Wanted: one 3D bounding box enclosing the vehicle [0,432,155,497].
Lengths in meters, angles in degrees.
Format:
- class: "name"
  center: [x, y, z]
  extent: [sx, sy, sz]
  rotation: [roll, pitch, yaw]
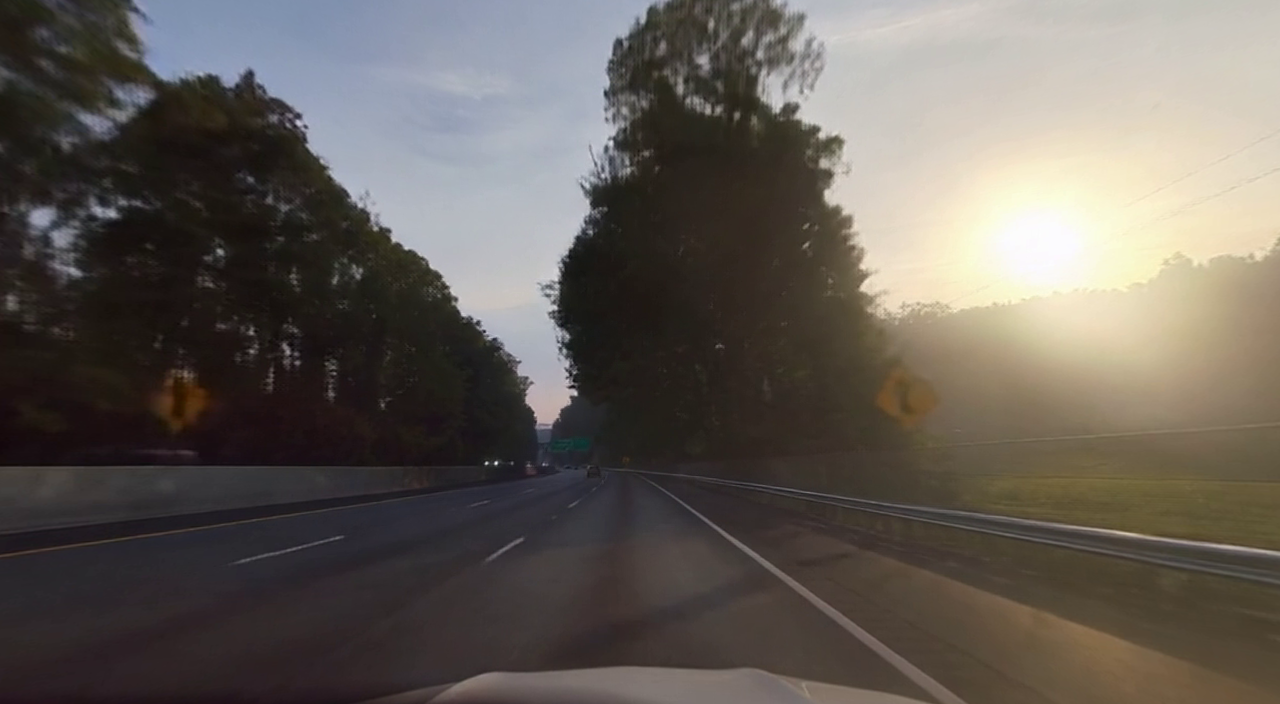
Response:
- class: "vehicle"
  center: [-16.527, 3.219, 18.068]
  extent: [1.970, 1.612, 3.987]
  rotation: [1, -10, 0]
